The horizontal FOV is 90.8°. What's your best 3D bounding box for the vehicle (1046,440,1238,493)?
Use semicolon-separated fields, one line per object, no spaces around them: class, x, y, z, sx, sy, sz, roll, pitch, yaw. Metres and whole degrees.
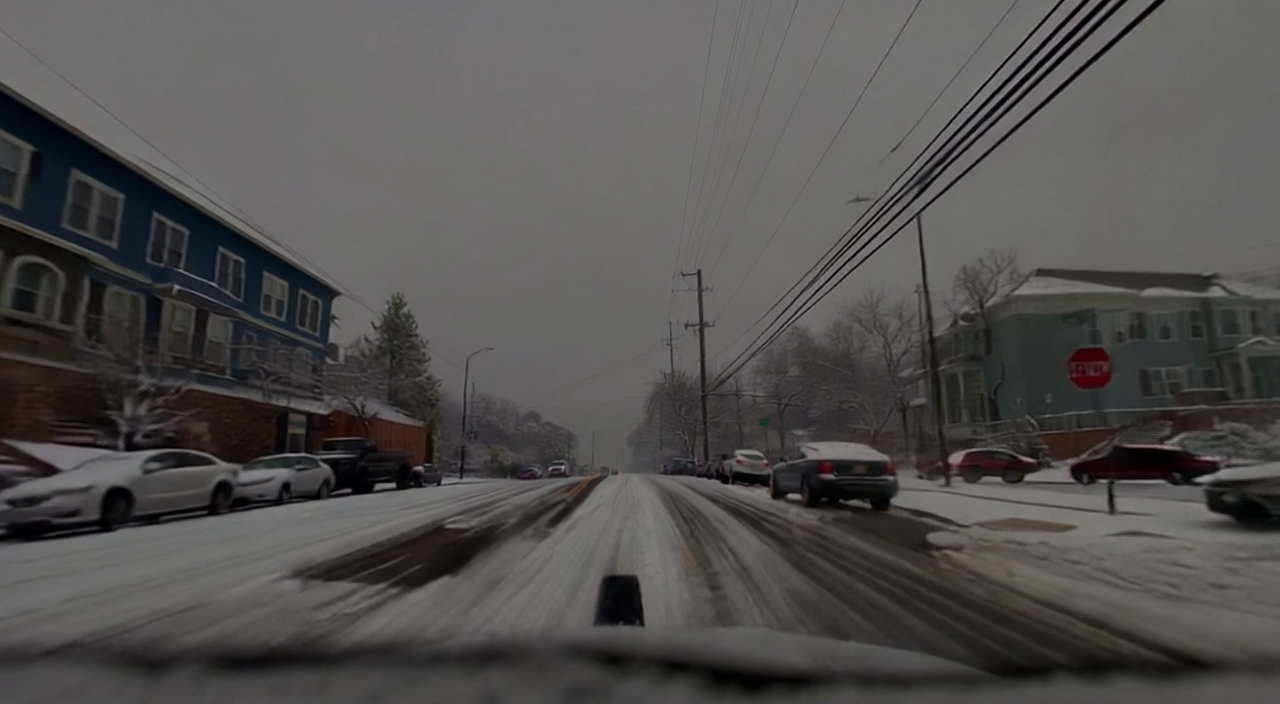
vehicle;14.812;3.381;18.961;4.153;1.407;1.707;-4;-9;27

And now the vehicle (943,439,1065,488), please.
vehicle;13.073;4.027;22.944;3.545;1.448;2.041;-5;-4;24

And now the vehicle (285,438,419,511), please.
vehicle;-11.029;4.682;24.912;2.687;2.491;5.936;0;-8;-3

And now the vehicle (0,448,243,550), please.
vehicle;-10.464;2.846;13.068;1.900;1.683;4.486;1;-8;-6

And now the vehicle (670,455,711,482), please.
vehicle;3.193;7.486;40.756;1.917;1.434;4.733;-3;-8;-4

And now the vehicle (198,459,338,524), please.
vehicle;-10.845;4.036;18.855;1.826;1.455;4.475;-3;-8;-5

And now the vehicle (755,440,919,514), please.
vehicle;4.508;2.918;15.419;2.059;1.502;4.824;1;-8;-5
